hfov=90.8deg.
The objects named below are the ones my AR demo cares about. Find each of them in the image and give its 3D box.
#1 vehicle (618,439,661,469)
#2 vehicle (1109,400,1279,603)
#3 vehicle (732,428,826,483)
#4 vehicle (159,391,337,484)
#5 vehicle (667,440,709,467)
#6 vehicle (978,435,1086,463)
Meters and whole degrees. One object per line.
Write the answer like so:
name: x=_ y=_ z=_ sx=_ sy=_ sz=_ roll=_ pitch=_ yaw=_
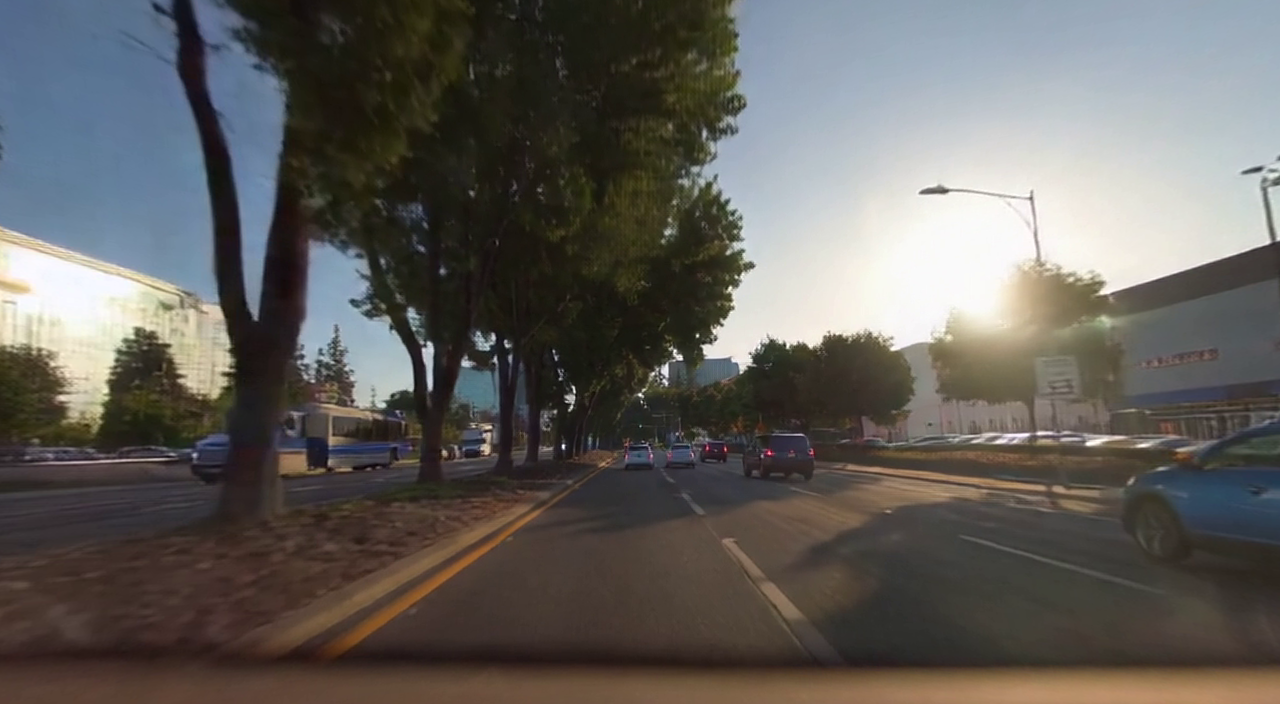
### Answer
vehicle: x=-0.042 y=5.250 z=32.682 sx=2.056 sy=1.440 sz=3.798 roll=0 pitch=-8 yaw=-1
vehicle: x=6.222 y=1.177 z=4.828 sx=1.949 sy=1.647 sz=4.261 roll=0 pitch=-8 yaw=0
vehicle: x=4.953 y=3.760 z=23.328 sx=2.140 sy=1.811 sz=4.593 roll=1 pitch=-8 yaw=-4
vehicle: x=-19.210 y=4.345 z=31.967 sx=2.999 sy=4.017 sz=8.806 roll=0 pitch=-8 yaw=2
vehicle: x=2.641 y=5.659 z=35.382 sx=1.970 sy=1.402 sz=3.756 roll=0 pitch=-8 yaw=-1
vehicle: x=20.179 y=4.996 z=32.640 sx=4.342 sy=1.388 sz=1.946 roll=0 pitch=-8 yaw=-2
